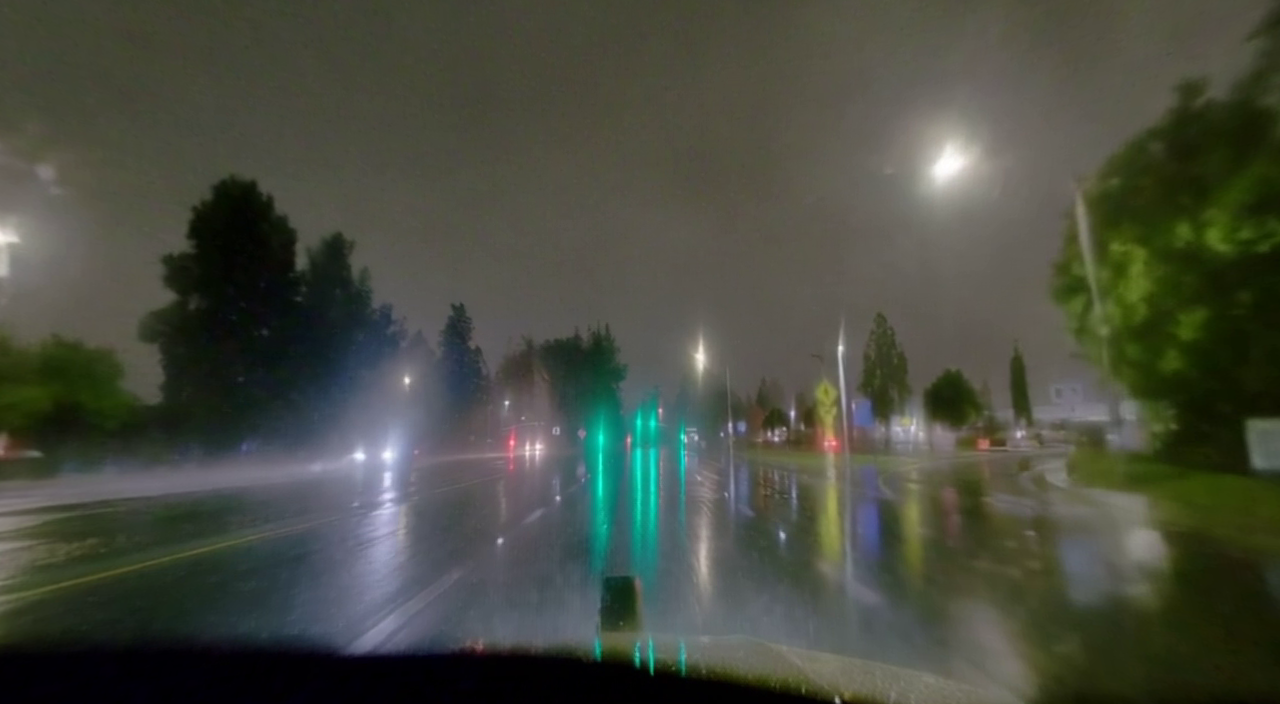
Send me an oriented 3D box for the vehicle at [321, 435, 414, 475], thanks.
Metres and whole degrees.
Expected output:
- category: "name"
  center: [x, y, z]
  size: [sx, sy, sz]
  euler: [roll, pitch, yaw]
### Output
- category: "vehicle"
  center: [-12.951, 4.931, 30.471]
  size: [2.156, 1.728, 4.968]
  euler: [0, -8, 2]
